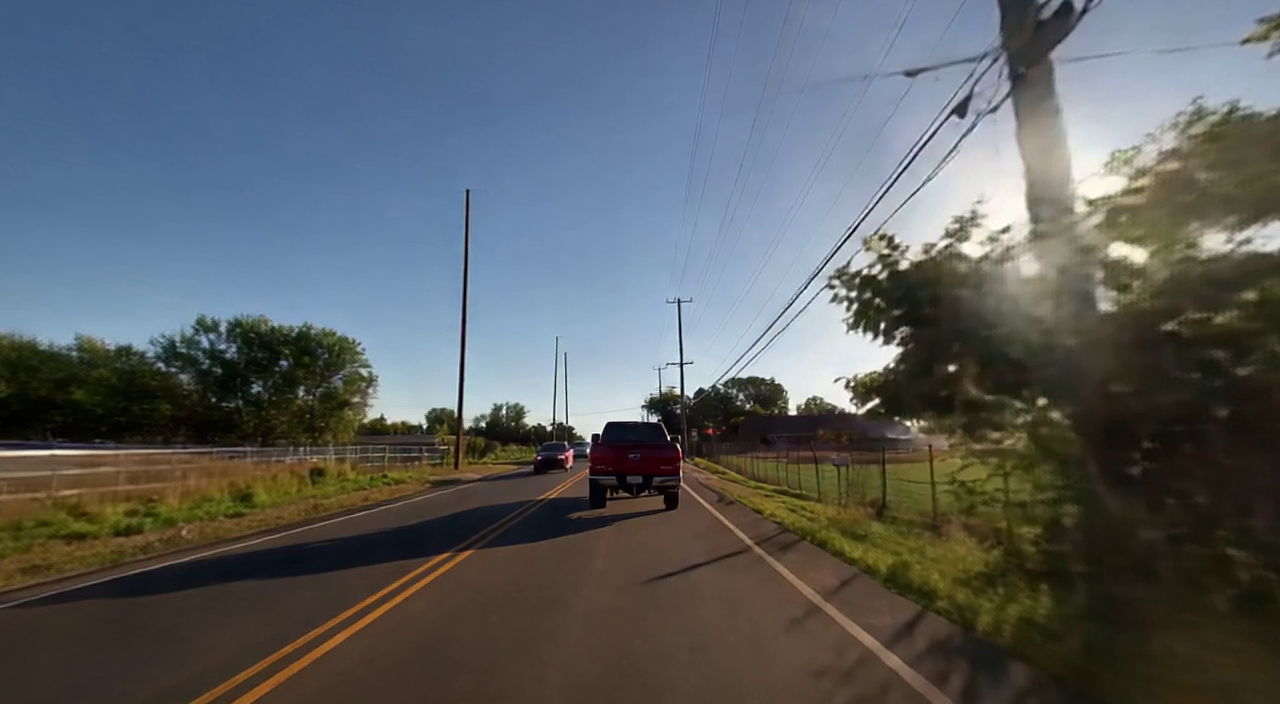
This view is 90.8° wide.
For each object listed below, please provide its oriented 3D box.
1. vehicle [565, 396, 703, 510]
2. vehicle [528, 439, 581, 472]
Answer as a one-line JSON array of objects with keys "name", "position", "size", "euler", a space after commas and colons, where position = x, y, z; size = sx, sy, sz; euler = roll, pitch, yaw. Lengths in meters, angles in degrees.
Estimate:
[{"name": "vehicle", "position": [-0.169, 2.412, 15.376], "size": [2.693, 2.223, 5.885], "euler": [0, -8, -1]}, {"name": "vehicle", "position": [-4.153, 5.118, 31.409], "size": [1.935, 1.489, 4.495], "euler": [0, -8, 1]}]
